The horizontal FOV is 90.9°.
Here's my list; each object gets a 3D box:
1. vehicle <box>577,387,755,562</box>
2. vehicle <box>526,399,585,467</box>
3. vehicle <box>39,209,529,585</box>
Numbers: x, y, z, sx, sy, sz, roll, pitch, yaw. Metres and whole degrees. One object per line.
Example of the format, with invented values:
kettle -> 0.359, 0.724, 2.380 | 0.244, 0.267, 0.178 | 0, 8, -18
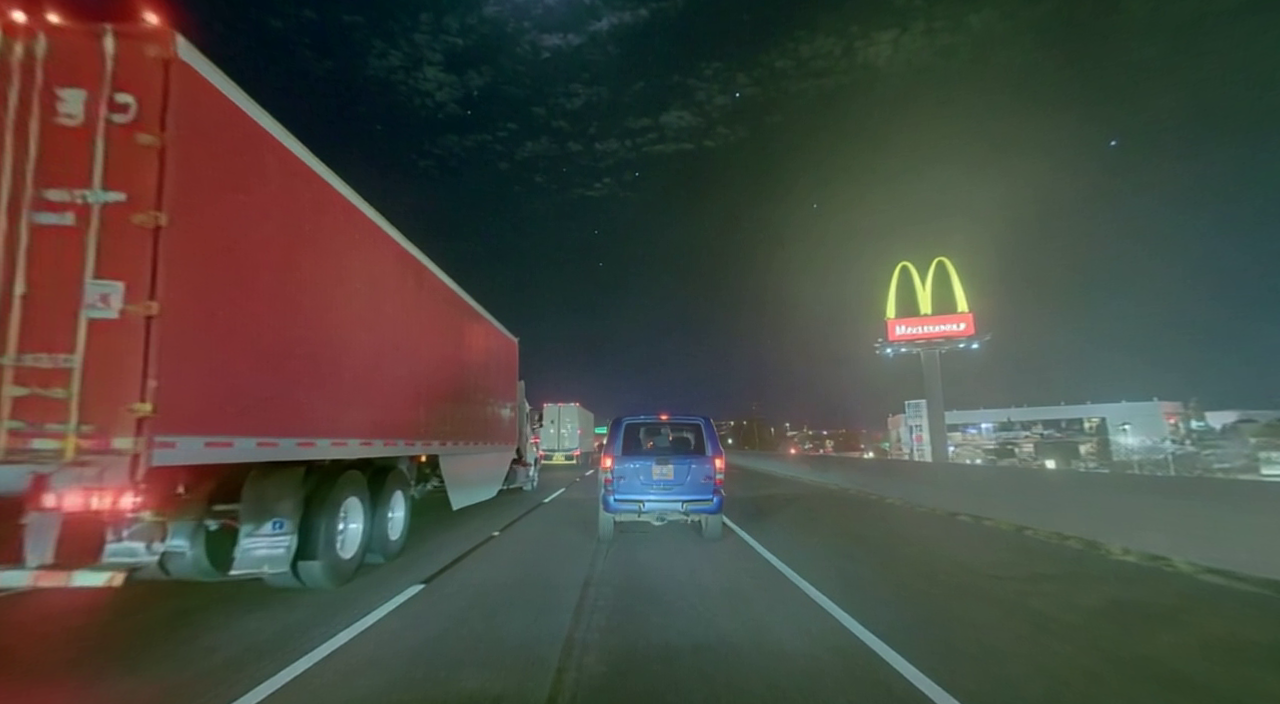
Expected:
vehicle -> 0.196, 1.650, 9.041 | 1.947, 1.910, 4.040 | 0, -9, -3
vehicle -> -4.896, 5.007, 38.178 | 2.617, 3.604, 9.499 | 0, -9, -2
vehicle -> -3.971, 0.980, 10.111 | 2.814, 3.513, 8.529 | 0, -9, 0
